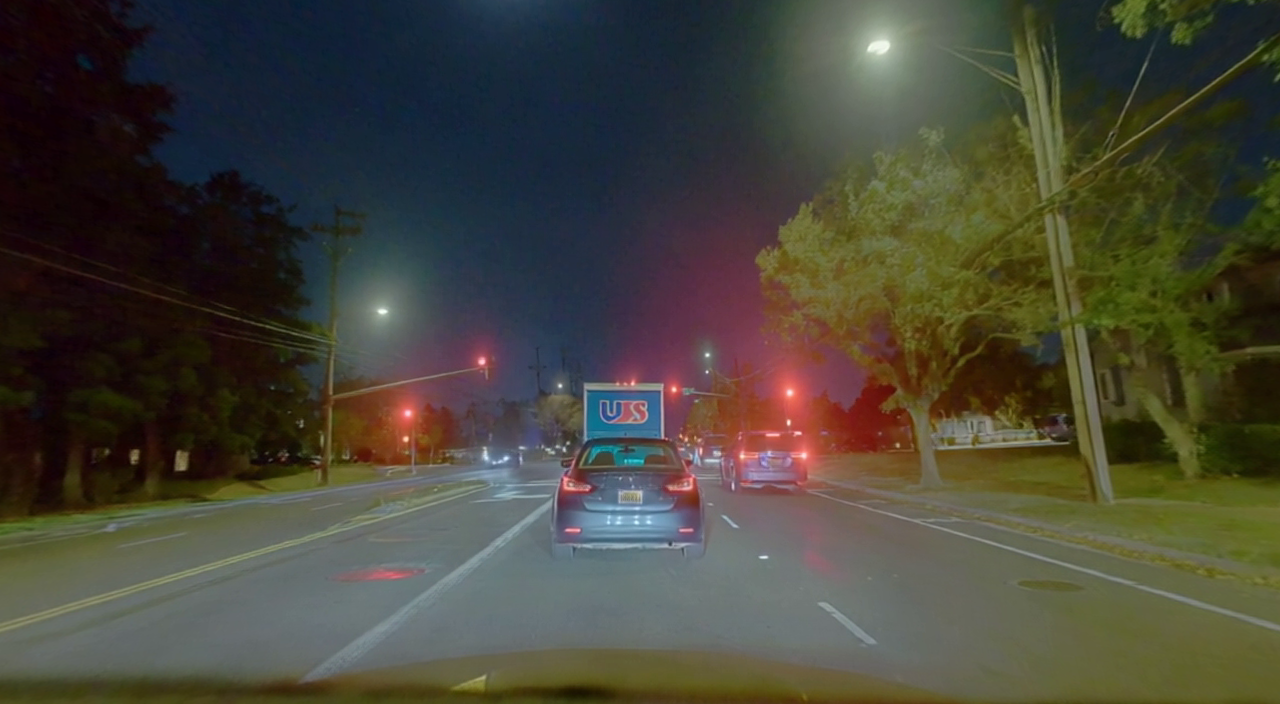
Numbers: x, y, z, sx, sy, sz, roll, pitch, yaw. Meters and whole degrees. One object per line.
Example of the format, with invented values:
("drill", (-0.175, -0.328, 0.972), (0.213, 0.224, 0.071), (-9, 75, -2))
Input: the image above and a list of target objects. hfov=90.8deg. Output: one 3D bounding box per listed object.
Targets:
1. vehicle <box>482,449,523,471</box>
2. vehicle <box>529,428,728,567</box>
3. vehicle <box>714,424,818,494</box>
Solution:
("vehicle", (-9.776, 7.691, 45.287), (1.950, 1.467, 4.270), (0, -8, 1))
("vehicle", (-0.159, 1.887, 8.979), (2.135, 1.483, 4.207), (0, -8, -1))
("vehicle", (3.625, 3.194, 19.125), (2.145, 1.847, 4.524), (0, -8, -1))
